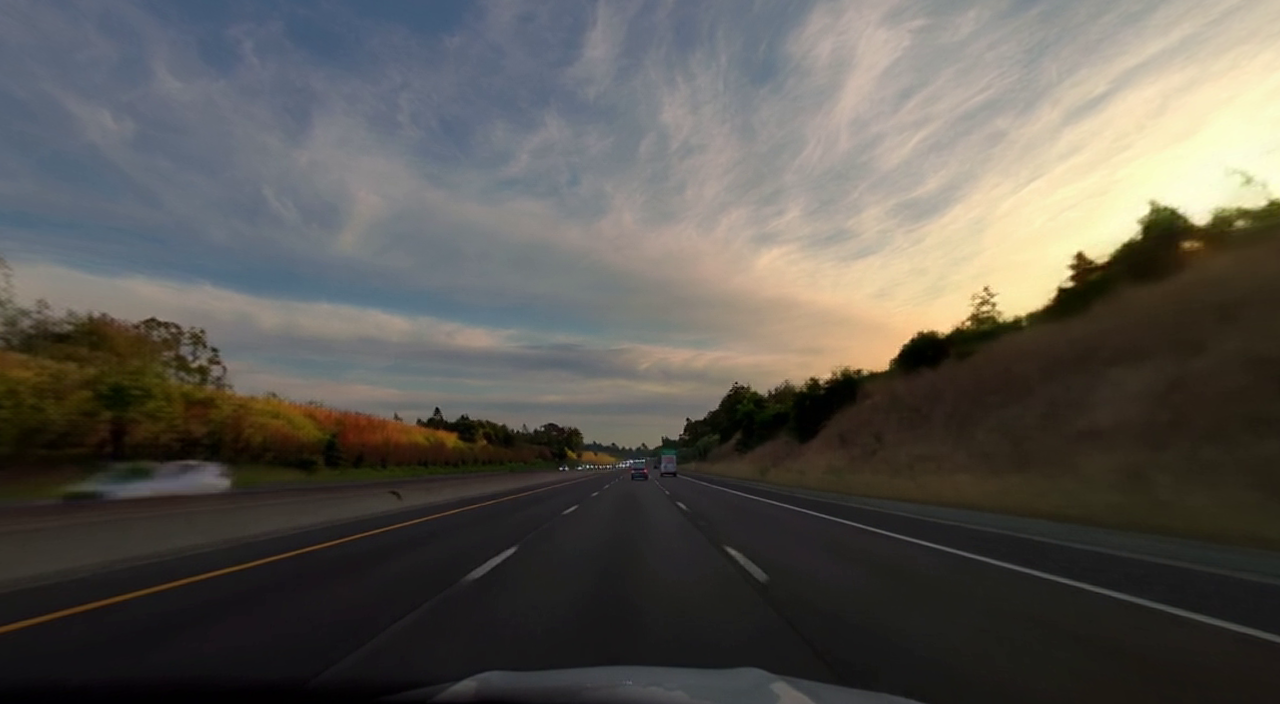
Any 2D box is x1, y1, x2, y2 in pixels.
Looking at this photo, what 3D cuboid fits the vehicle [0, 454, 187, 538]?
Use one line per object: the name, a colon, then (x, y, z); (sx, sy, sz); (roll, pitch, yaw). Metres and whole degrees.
vehicle: (-12.257, 2.920, 13.252); (1.885, 1.461, 4.779); (1, -10, 0)
